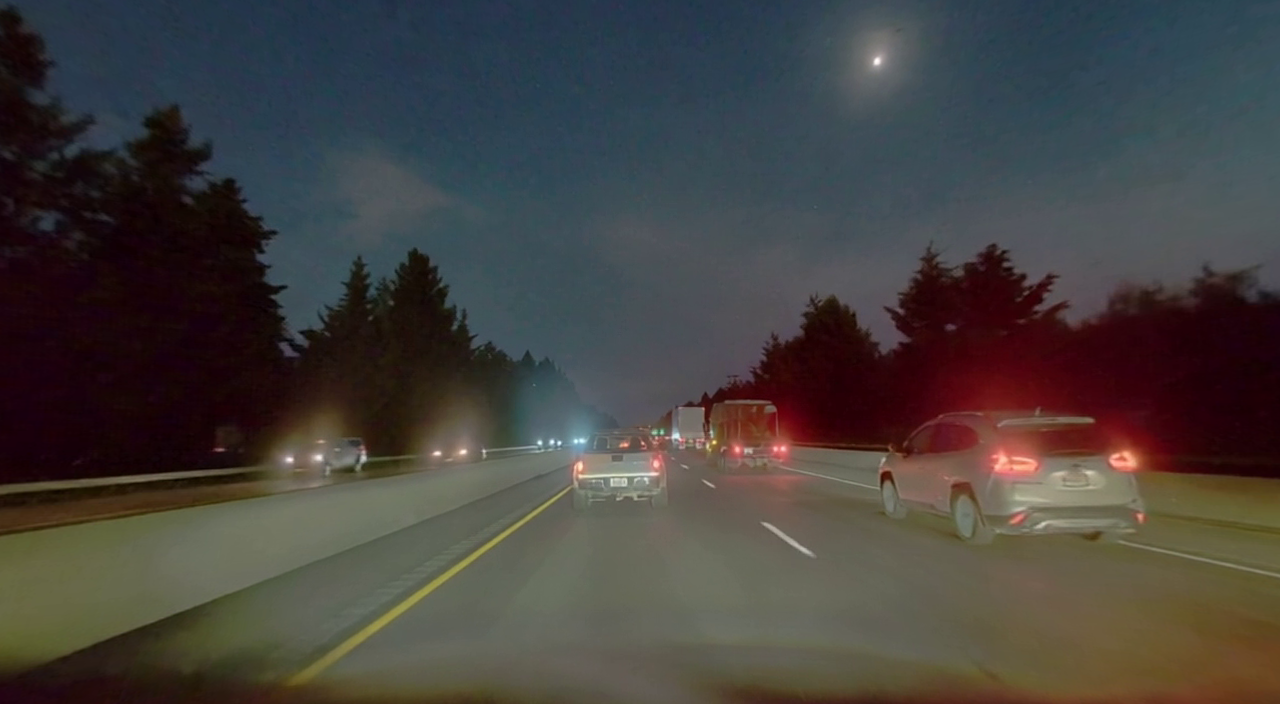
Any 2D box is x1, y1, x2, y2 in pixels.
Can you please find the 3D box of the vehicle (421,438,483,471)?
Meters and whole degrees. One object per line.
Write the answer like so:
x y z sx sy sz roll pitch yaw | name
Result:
-8.840 4.828 29.990 1.756 1.446 3.661 0 -8 1 | vehicle

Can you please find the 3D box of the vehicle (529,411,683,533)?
-0.496 1.904 10.665 2.082 1.638 4.055 0 -8 -1 | vehicle

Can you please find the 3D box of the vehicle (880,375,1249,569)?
4.946 1.430 8.231 2.011 1.905 3.905 0 -8 -1 | vehicle

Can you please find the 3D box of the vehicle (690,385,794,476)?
3.735 3.172 25.258 2.723 3.027 8.478 0 -8 0 | vehicle

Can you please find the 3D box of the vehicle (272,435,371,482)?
-13.433 4.476 26.901 1.949 1.833 4.237 0 -8 0 | vehicle
